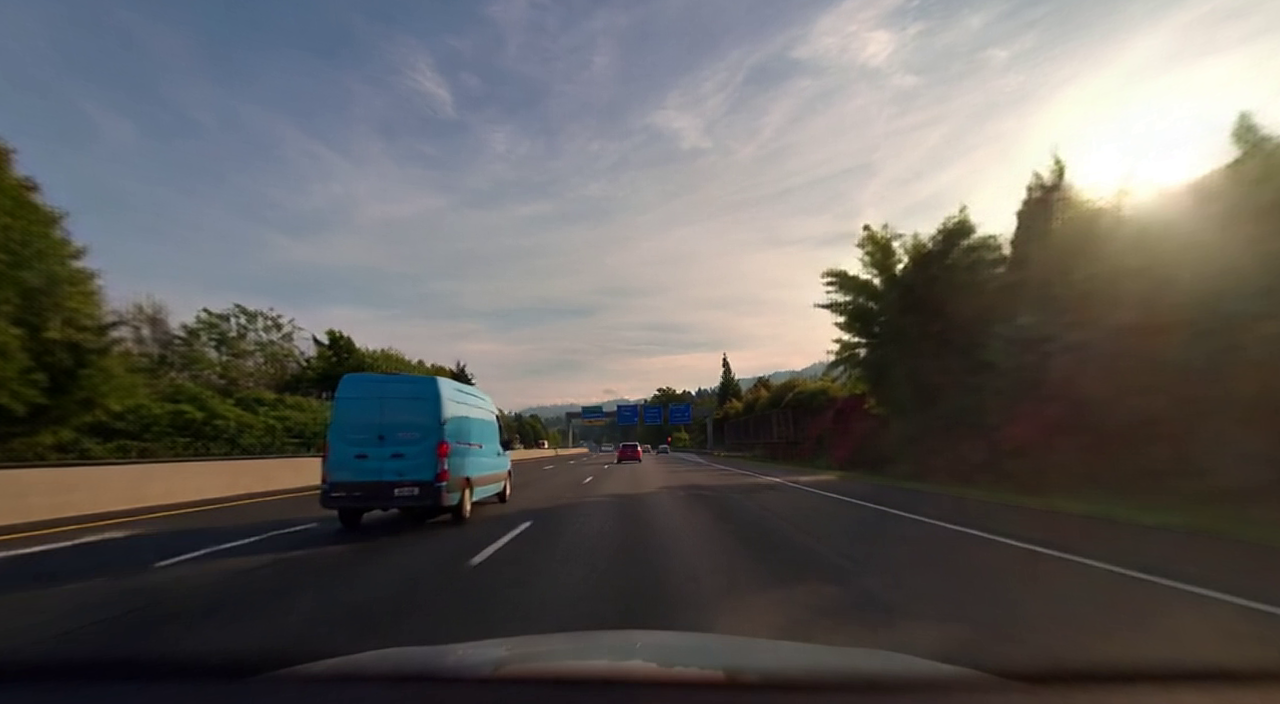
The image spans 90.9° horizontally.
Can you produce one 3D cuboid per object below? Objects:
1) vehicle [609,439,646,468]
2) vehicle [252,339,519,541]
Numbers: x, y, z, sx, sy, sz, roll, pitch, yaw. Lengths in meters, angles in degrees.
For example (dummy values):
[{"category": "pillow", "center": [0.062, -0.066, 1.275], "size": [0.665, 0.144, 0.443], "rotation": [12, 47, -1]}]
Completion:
[{"category": "vehicle", "center": [-0.714, 6.340, 39.499], "size": [2.183, 1.662, 3.968], "rotation": [0, -9, 1]}, {"category": "vehicle", "center": [-4.016, 1.626, 11.614], "size": [2.382, 2.736, 5.982], "rotation": [0, -9, 0]}]
